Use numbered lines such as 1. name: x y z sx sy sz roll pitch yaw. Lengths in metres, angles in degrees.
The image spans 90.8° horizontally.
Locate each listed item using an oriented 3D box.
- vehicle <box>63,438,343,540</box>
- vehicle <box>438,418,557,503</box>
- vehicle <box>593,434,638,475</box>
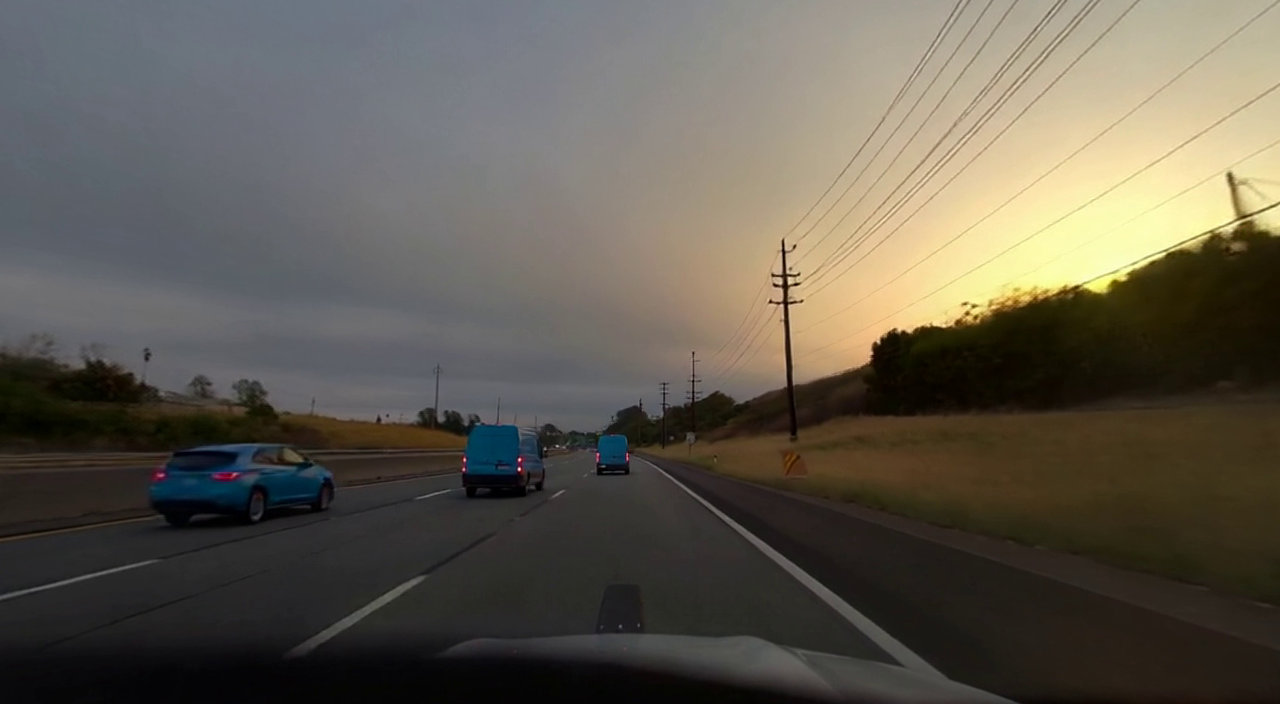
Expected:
1. vehicle: -7.838 2.470 12.114 1.975 1.540 4.759 0 -9 0
2. vehicle: -3.735 2.986 17.597 2.145 2.010 4.980 0 -9 0
3. vehicle: -1.252 5.491 33.807 2.197 2.011 5.130 0 -9 -1
